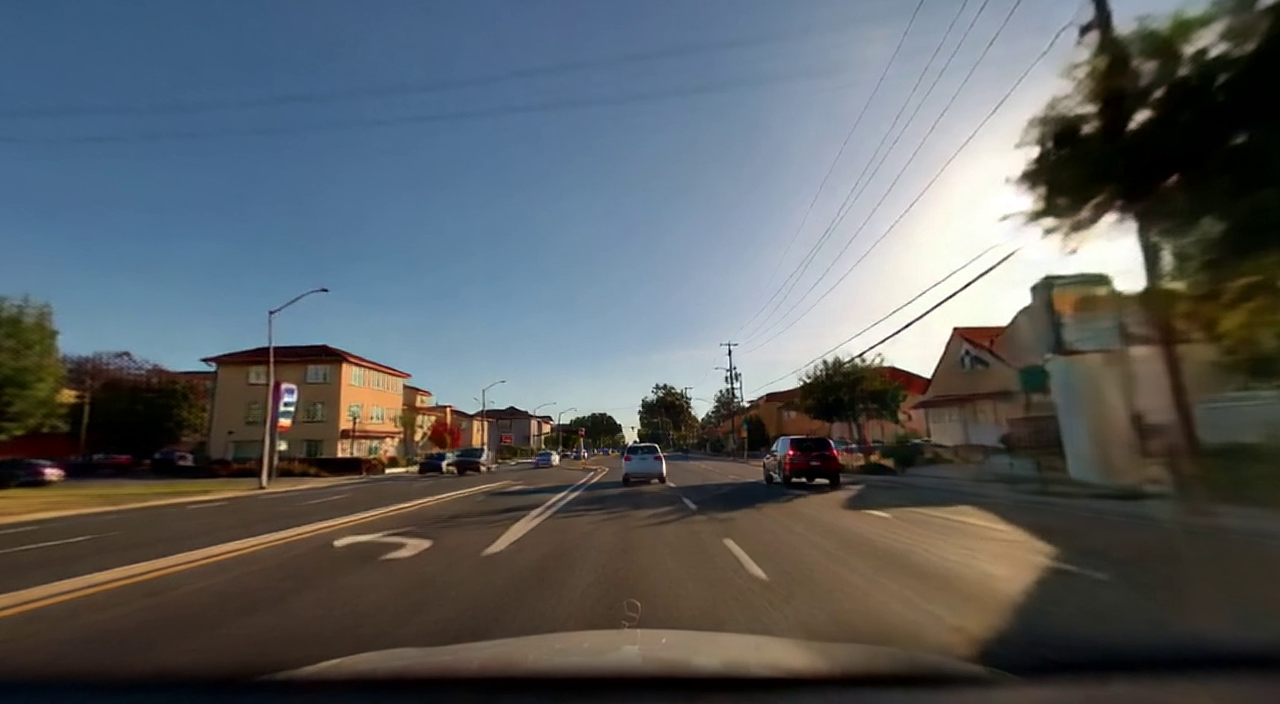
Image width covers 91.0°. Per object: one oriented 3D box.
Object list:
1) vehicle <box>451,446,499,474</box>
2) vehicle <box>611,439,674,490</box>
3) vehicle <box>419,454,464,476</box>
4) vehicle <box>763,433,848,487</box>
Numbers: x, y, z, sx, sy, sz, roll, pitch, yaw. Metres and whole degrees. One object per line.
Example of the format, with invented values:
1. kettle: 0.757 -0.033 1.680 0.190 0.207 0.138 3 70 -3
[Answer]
1. vehicle: -11.164 7.333 42.937 2.078 1.825 4.611 0 -9 0
2. vehicle: 0.062 4.144 23.560 2.138 1.702 4.168 0 -9 -1
3. vehicle: -14.722 8.380 47.017 1.945 1.504 4.362 0 -9 0
4. vehicle: 6.282 4.142 24.432 2.061 1.889 4.268 0 -9 -1
